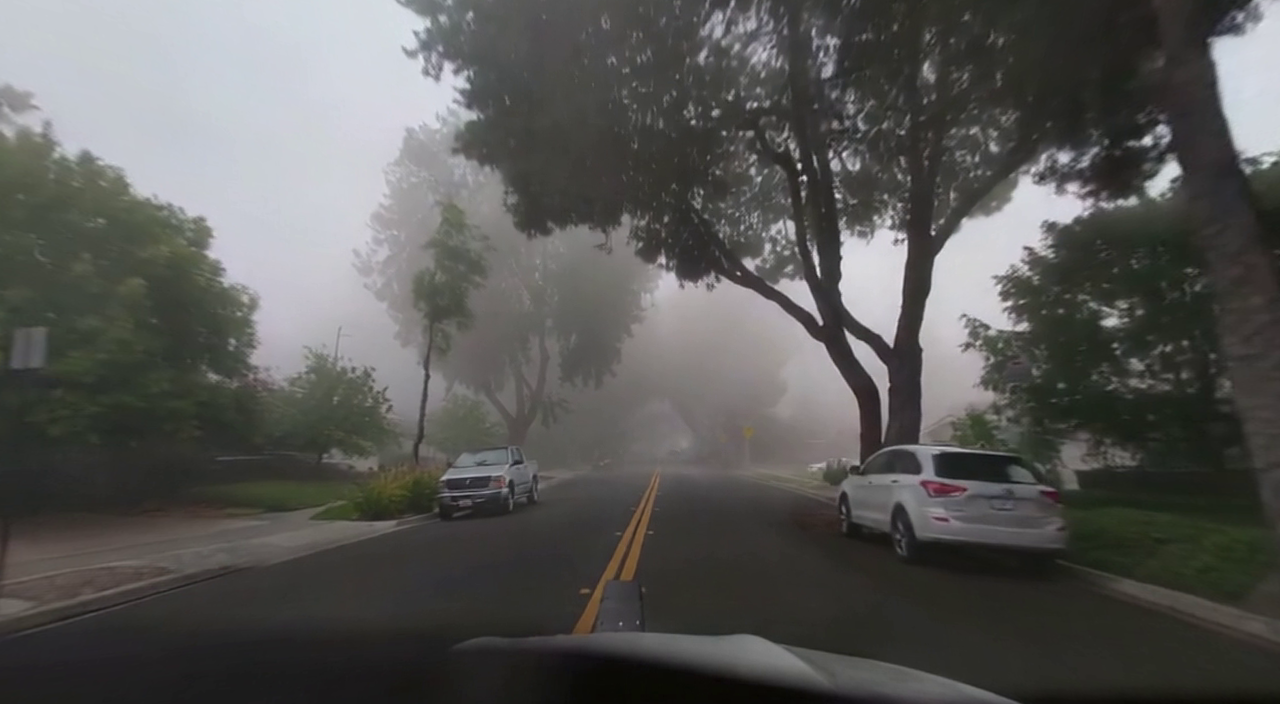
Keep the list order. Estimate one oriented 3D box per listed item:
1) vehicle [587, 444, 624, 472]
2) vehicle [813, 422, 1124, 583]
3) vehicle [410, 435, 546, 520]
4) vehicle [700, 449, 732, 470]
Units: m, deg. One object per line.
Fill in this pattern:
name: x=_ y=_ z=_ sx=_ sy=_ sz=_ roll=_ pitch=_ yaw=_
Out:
vehicle: x=-2.585 y=8.115 z=48.737 sx=2.155 sy=1.907 sz=5.100 roll=-4 pitch=-9 yaw=4
vehicle: x=4.056 y=1.930 z=8.857 sx=2.115 sy=1.673 sz=4.236 roll=-1 pitch=-9 yaw=1
vehicle: x=-4.015 y=3.207 z=16.576 sx=2.093 sy=1.810 sz=4.555 roll=-3 pitch=-9 yaw=4
vehicle: x=5.896 y=8.407 z=49.501 sx=2.047 sy=1.532 sz=4.350 roll=-1 pitch=-9 yaw=1
